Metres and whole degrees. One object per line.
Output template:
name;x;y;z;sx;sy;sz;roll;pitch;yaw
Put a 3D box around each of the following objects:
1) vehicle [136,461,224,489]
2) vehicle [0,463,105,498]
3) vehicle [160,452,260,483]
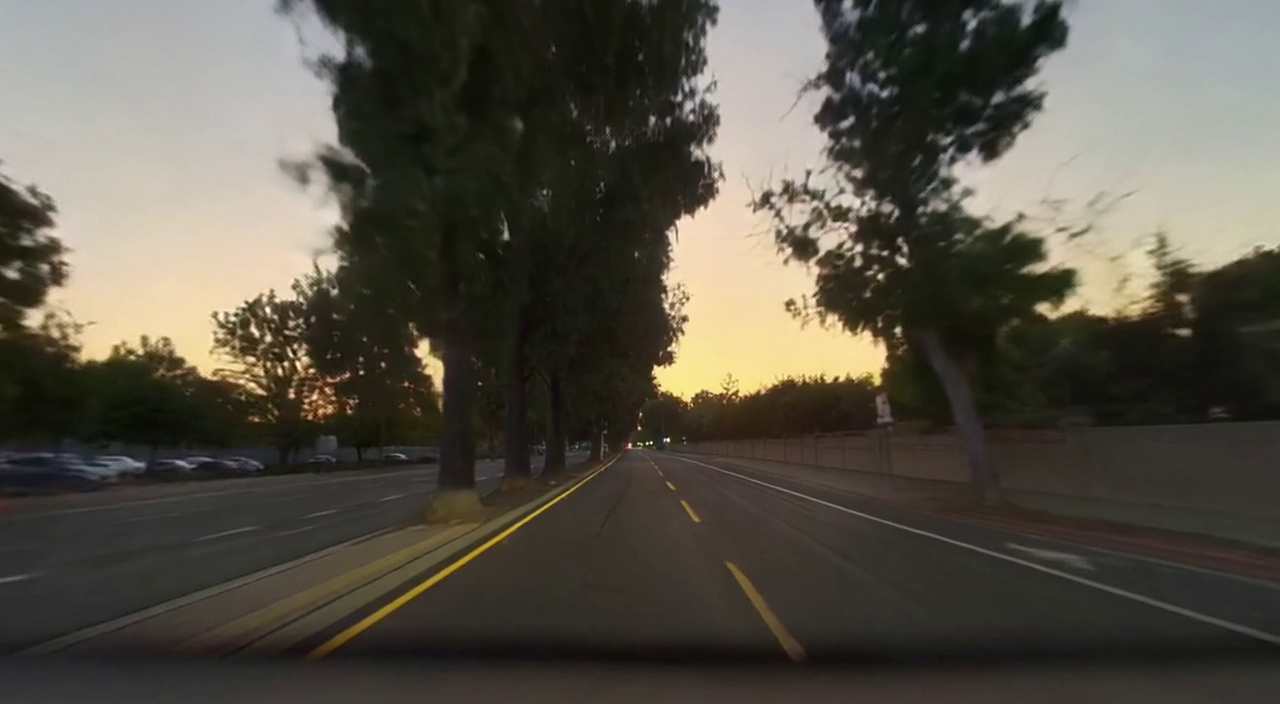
vehicle;-27.397;7.321;37.710;3.810;1.444;1.742;-1;-7;-2
vehicle;-27.247;5.823;28.689;4.144;1.408;1.896;0;-8;1
vehicle;-27.578;7.391;40.630;4.783;1.722;2.206;-1;-7;-2
